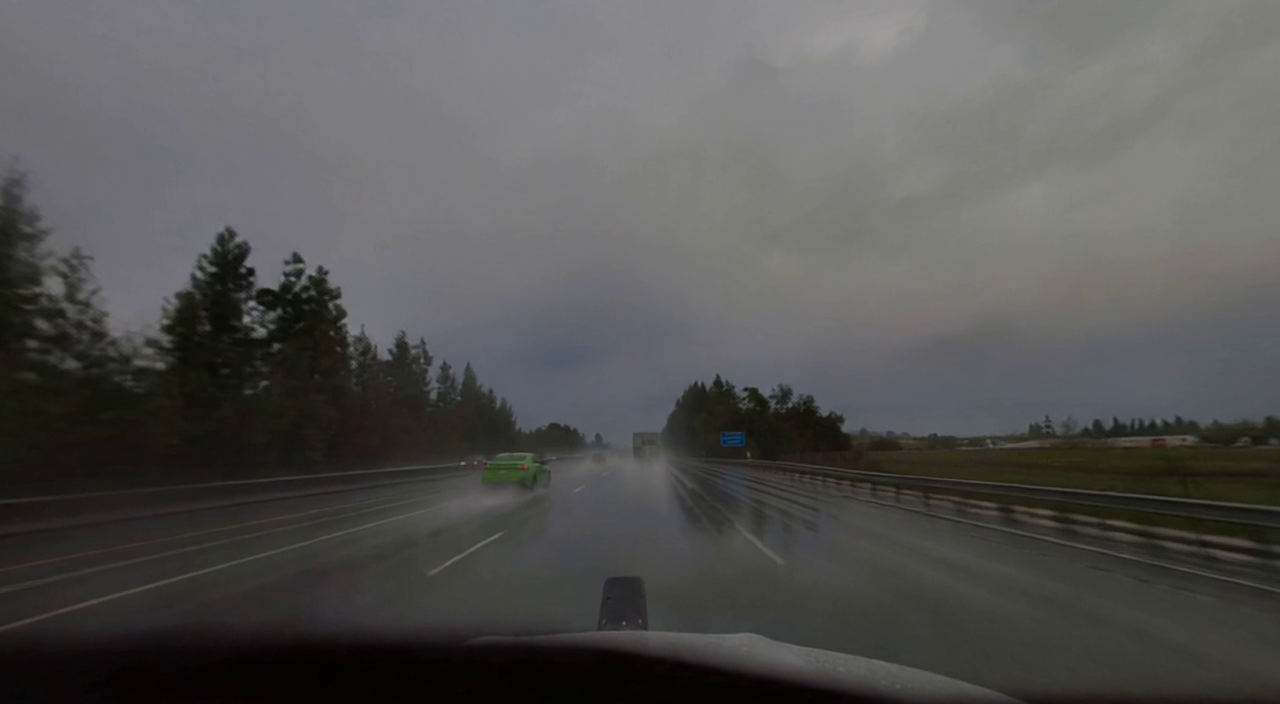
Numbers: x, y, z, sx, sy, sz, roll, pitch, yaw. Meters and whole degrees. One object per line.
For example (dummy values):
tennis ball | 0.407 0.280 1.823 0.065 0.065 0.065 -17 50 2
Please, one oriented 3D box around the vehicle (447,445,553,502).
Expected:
vehicle | -3.927 3.480 18.472 1.998 1.460 4.422 0 -9 1

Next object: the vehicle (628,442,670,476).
vehicle | 0.470 5.849 34.617 2.172 1.687 3.929 0 -9 0
